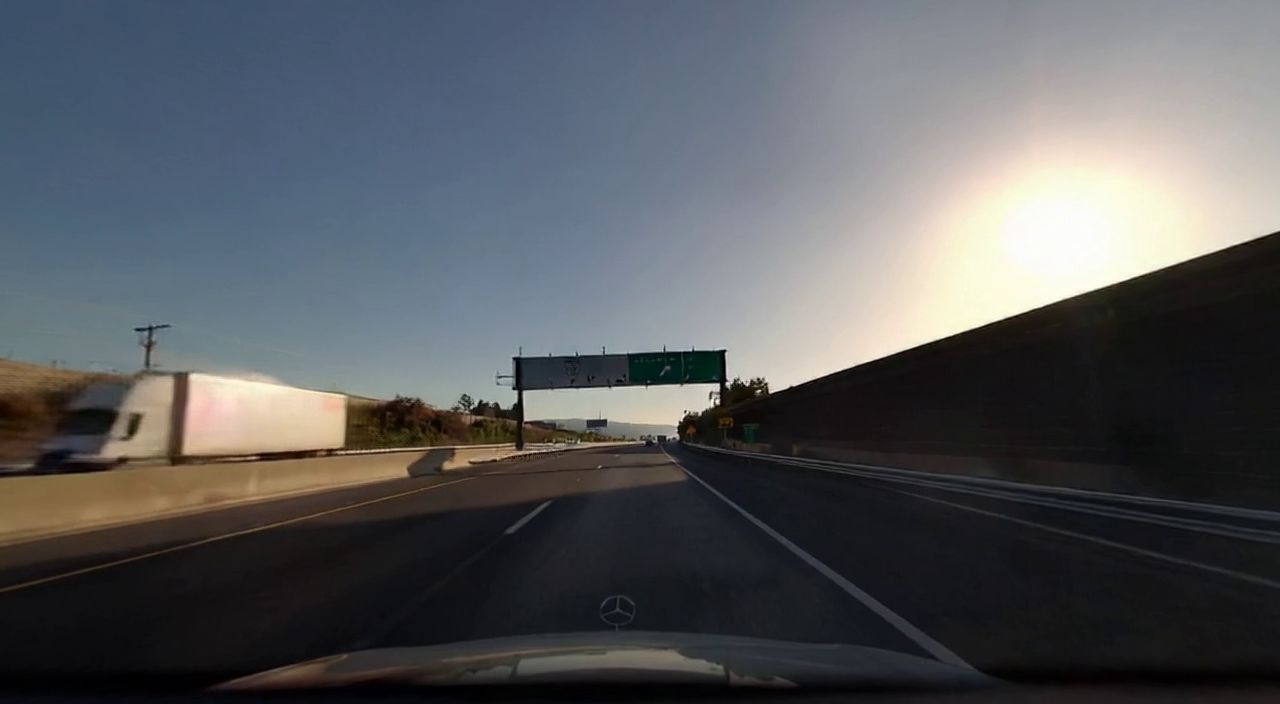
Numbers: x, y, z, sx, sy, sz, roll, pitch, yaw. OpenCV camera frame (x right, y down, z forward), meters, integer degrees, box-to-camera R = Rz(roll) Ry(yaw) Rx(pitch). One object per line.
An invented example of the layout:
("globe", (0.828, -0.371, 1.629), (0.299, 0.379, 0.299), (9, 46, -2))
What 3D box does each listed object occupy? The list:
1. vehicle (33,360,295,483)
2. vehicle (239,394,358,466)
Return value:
("vehicle", (-20.580, 3.338, 28.826), (3.021, 4.464, 11.262), (-1, -8, 1))
("vehicle", (-20.565, 4.849, 38.617), (2.832, 3.938, 7.643), (-1, -8, 1))
